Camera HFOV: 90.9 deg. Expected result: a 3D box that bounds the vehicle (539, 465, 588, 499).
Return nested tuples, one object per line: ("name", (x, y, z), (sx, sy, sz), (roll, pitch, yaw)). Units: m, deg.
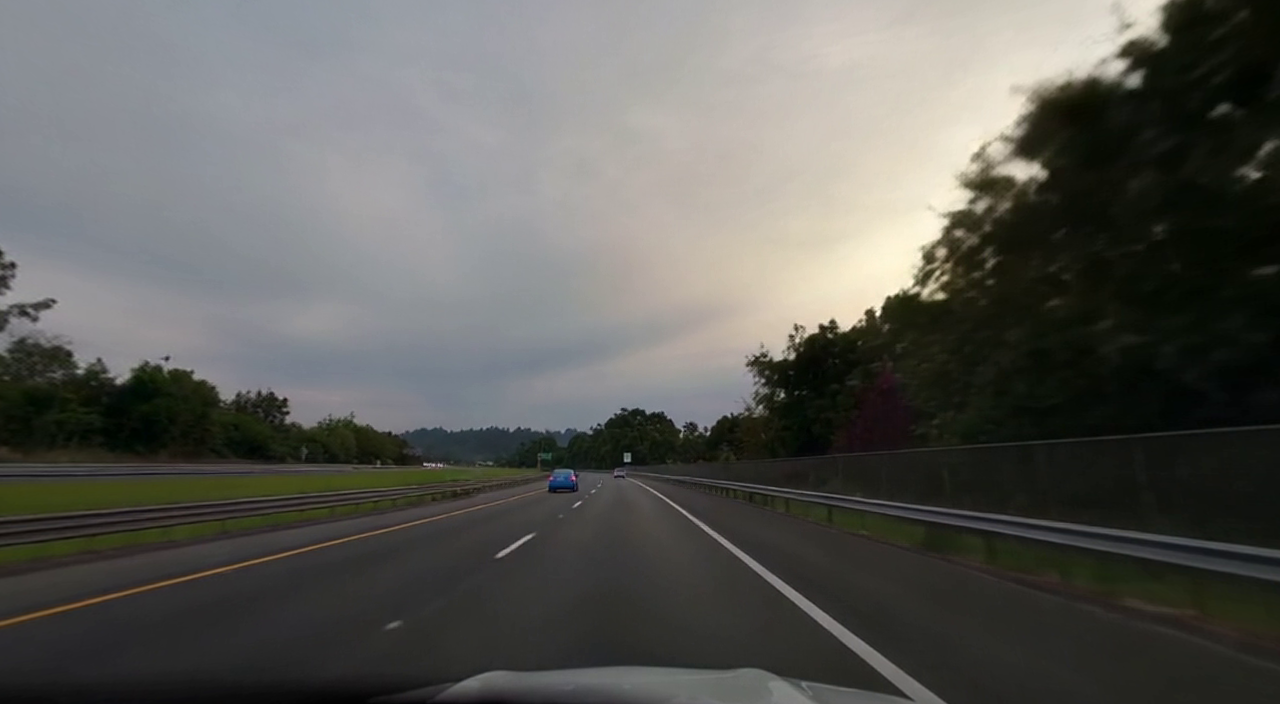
("vehicle", (-3.773, 6.539, 31.833), (1.967, 1.556, 4.364), (1, -11, -1))
